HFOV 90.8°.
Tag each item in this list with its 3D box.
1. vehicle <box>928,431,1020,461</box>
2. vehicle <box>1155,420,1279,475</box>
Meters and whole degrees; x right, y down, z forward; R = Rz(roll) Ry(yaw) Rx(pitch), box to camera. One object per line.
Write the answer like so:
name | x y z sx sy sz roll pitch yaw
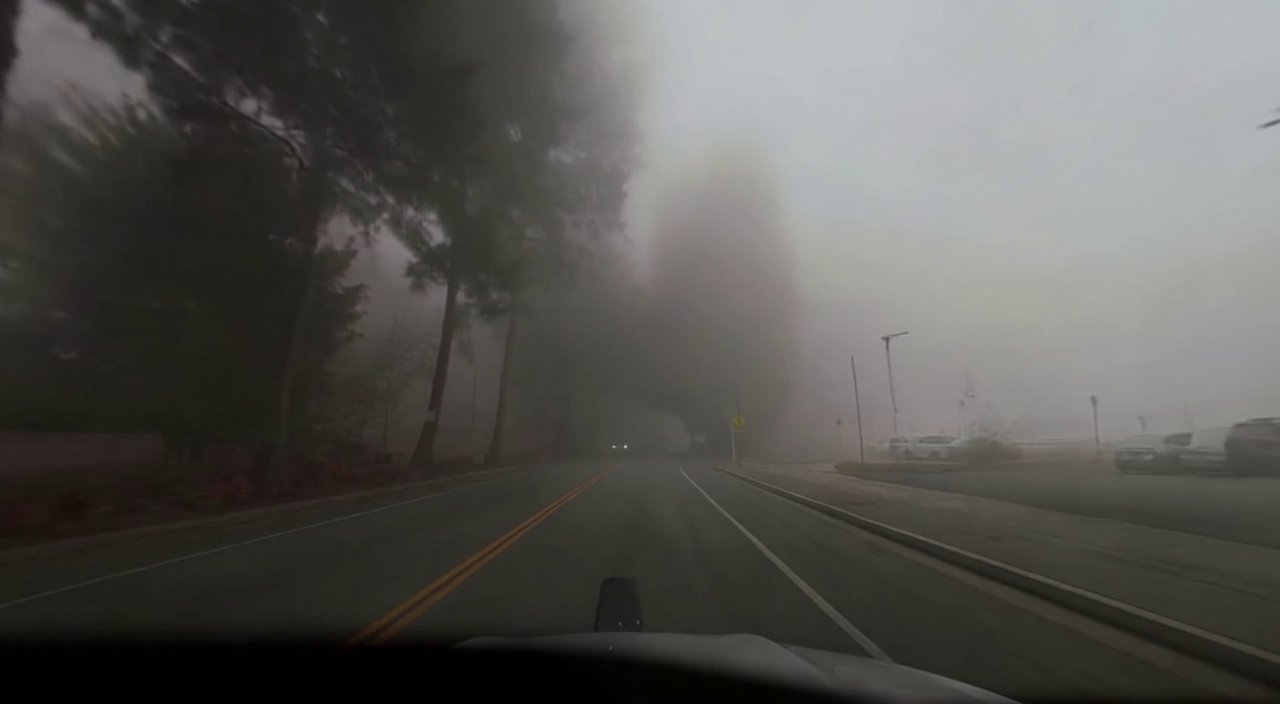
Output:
vehicle | 18.661 5.272 35.354 4.134 1.580 1.952 1 -8 -11
vehicle | 20.521 3.207 21.436 4.293 1.473 1.843 -5 -8 1
